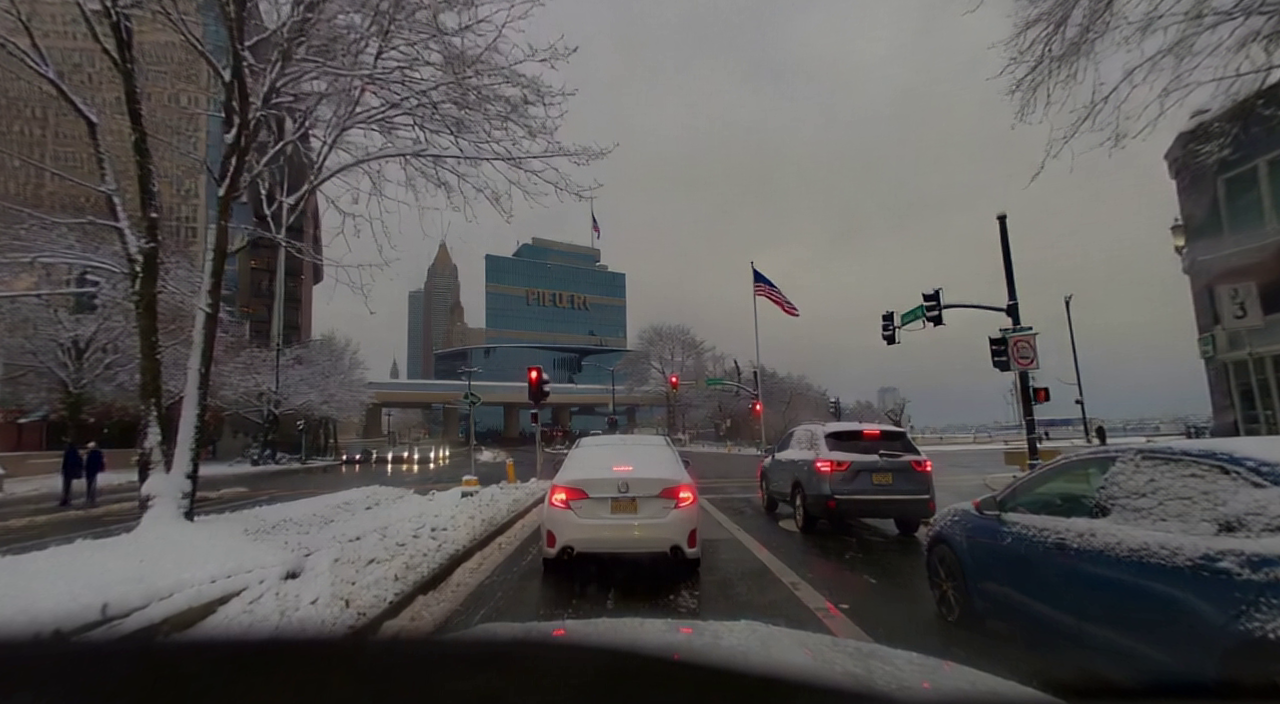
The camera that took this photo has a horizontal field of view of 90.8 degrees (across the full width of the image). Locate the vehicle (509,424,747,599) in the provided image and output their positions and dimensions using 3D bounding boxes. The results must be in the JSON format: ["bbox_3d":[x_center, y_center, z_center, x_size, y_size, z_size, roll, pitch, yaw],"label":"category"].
[{"bbox_3d":[-0.109,1.693,7.529,2.096,1.521,3.747,0,-8,0],"label":"vehicle"}]

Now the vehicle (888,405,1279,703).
[{"bbox_3d":[3.376,1.173,3.996,1.833,1.465,4.258,0,-8,-1],"label":"vehicle"}]

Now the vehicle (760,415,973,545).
[{"bbox_3d":[3.514,2.081,10.949,1.978,1.738,4.599,0,-8,0],"label":"vehicle"}]
